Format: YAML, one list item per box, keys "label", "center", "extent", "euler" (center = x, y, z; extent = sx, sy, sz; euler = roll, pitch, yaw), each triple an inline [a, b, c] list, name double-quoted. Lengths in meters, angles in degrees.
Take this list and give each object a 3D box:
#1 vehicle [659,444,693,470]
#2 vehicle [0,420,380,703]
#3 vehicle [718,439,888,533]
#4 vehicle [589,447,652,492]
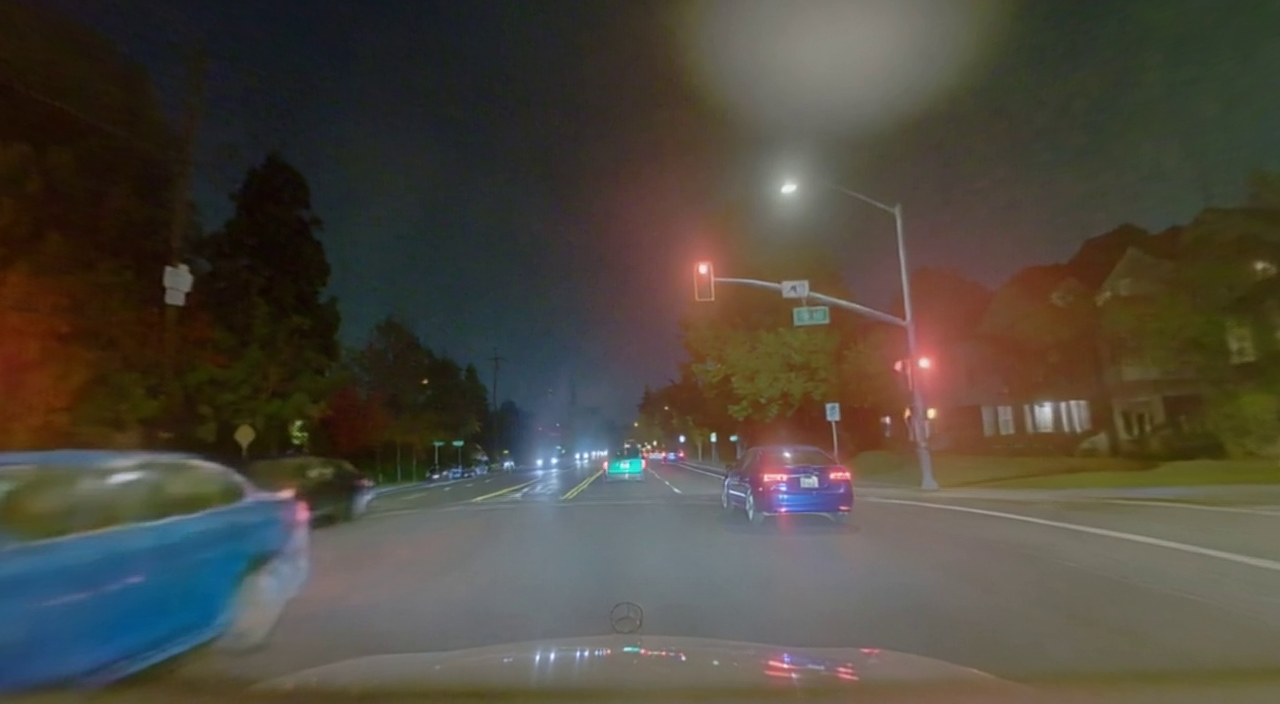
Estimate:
- label: "vehicle"
  center: [2.702, 8.071, 48.843]
  extent: [2.187, 1.847, 4.553]
  euler: [0, -8, -3]
- label: "vehicle"
  center: [-3.266, 1.131, 3.176]
  extent: [2.096, 1.472, 4.618]
  euler: [0, -8, -2]
- label: "vehicle"
  center: [2.834, 2.434, 12.161]
  extent: [1.973, 1.447, 4.402]
  euler: [0, -8, -2]
- label: "vehicle"
  center: [-0.728, 4.274, 23.476]
  extent: [2.114, 1.483, 4.207]
  euler: [0, -8, -2]
